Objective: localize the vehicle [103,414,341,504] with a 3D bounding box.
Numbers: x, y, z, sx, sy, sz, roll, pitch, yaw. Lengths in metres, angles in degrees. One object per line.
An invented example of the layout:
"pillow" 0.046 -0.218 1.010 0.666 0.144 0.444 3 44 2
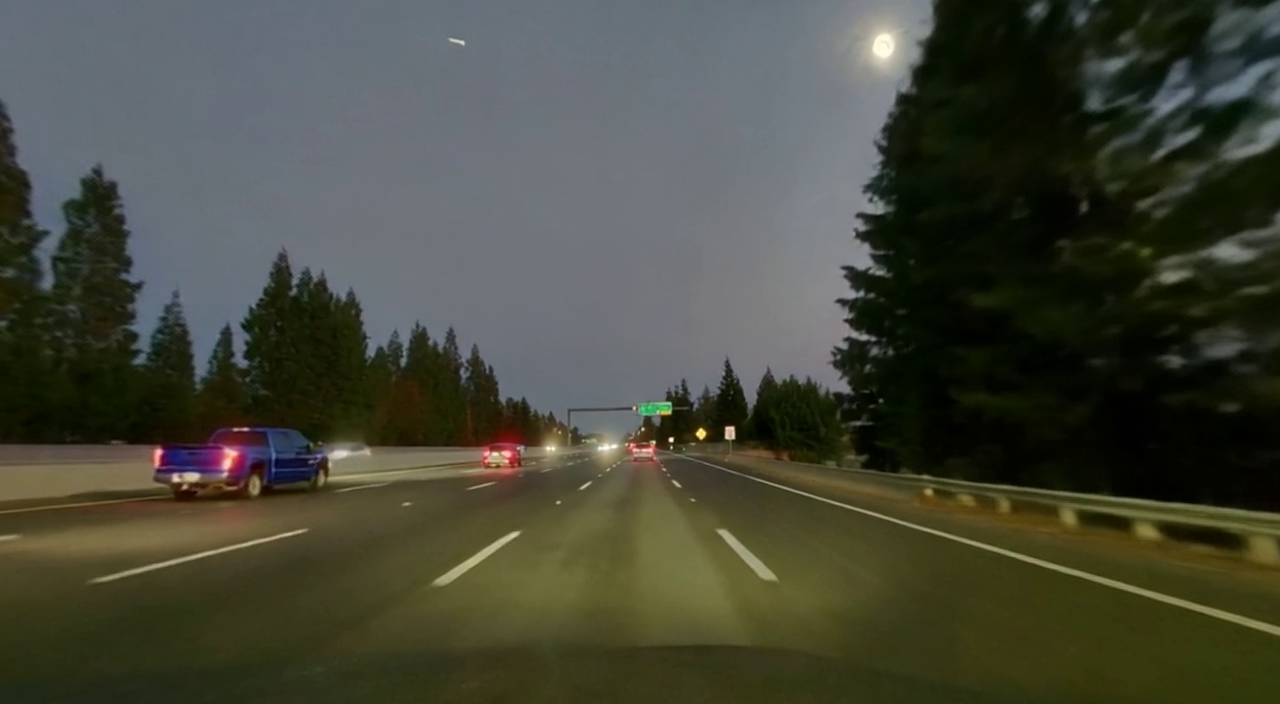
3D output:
"vehicle" -10.771 2.819 17.076 2.347 1.984 5.778 0 -8 2

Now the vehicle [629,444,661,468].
"vehicle" 0.335 6.788 41.381 1.984 1.471 4.202 0 -8 1

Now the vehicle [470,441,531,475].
"vehicle" -6.682 5.130 30.708 1.919 1.499 4.234 0 -8 1
